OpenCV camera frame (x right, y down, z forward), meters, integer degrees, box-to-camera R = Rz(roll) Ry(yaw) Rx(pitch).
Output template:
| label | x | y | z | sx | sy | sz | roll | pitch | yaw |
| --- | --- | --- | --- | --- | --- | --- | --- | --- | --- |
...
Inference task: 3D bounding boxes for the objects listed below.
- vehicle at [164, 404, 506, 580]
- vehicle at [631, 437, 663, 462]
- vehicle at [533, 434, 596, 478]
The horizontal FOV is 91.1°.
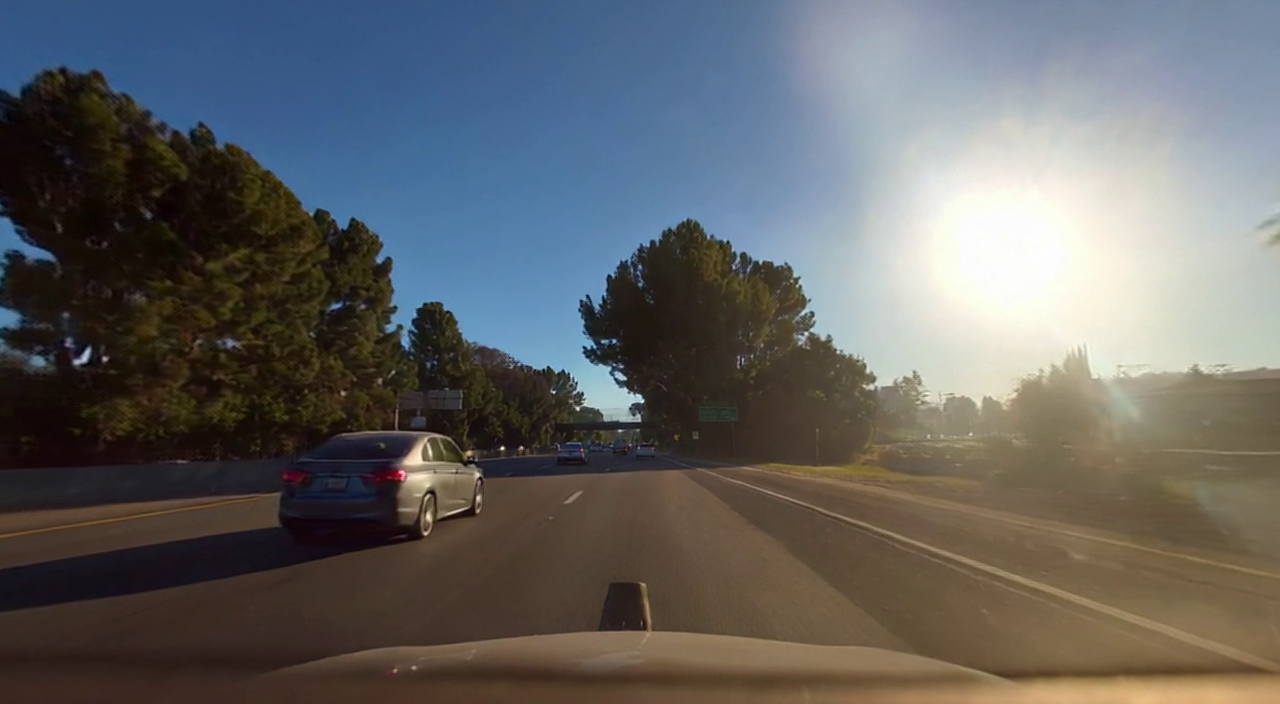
| label | x | y | z | sx | sy | sz | roll | pitch | yaw |
| --- | --- | --- | --- | --- | --- | --- | --- | --- | --- |
| vehicle | -3.474 | 1.710 | 8.627 | 2.040 | 1.672 | 5.122 | 0 | -8 | 1 |
| vehicle | 0.529 | 7.373 | 47.471 | 2.285 | 1.797 | 4.478 | 0 | -8 | 0 |
| vehicle | -3.091 | 4.351 | 26.517 | 2.056 | 1.679 | 4.204 | 0 | -8 | 1 |
